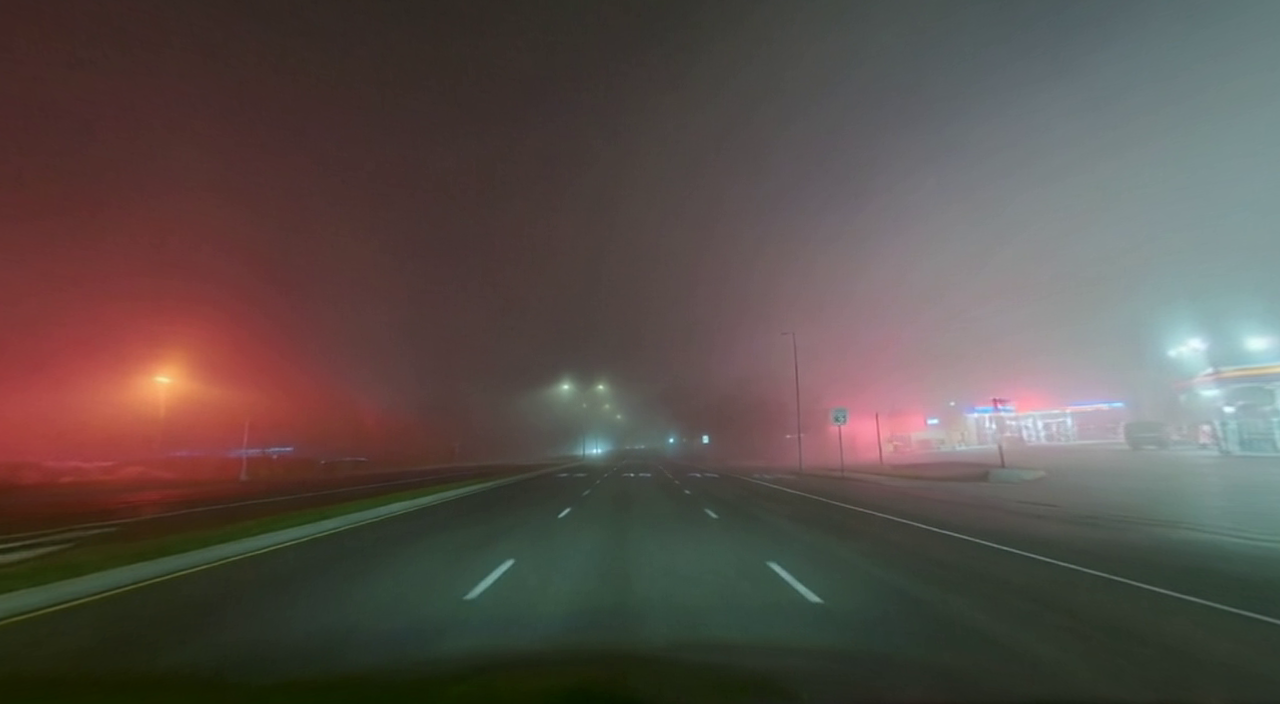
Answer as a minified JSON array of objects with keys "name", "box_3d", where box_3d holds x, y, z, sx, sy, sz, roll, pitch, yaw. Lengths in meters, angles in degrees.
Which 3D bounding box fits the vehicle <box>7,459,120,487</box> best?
[{"name":"vehicle","box_3d":[-33.404,7.000,36.675,4.683,1.495,2.052,0,-9,4]}]
